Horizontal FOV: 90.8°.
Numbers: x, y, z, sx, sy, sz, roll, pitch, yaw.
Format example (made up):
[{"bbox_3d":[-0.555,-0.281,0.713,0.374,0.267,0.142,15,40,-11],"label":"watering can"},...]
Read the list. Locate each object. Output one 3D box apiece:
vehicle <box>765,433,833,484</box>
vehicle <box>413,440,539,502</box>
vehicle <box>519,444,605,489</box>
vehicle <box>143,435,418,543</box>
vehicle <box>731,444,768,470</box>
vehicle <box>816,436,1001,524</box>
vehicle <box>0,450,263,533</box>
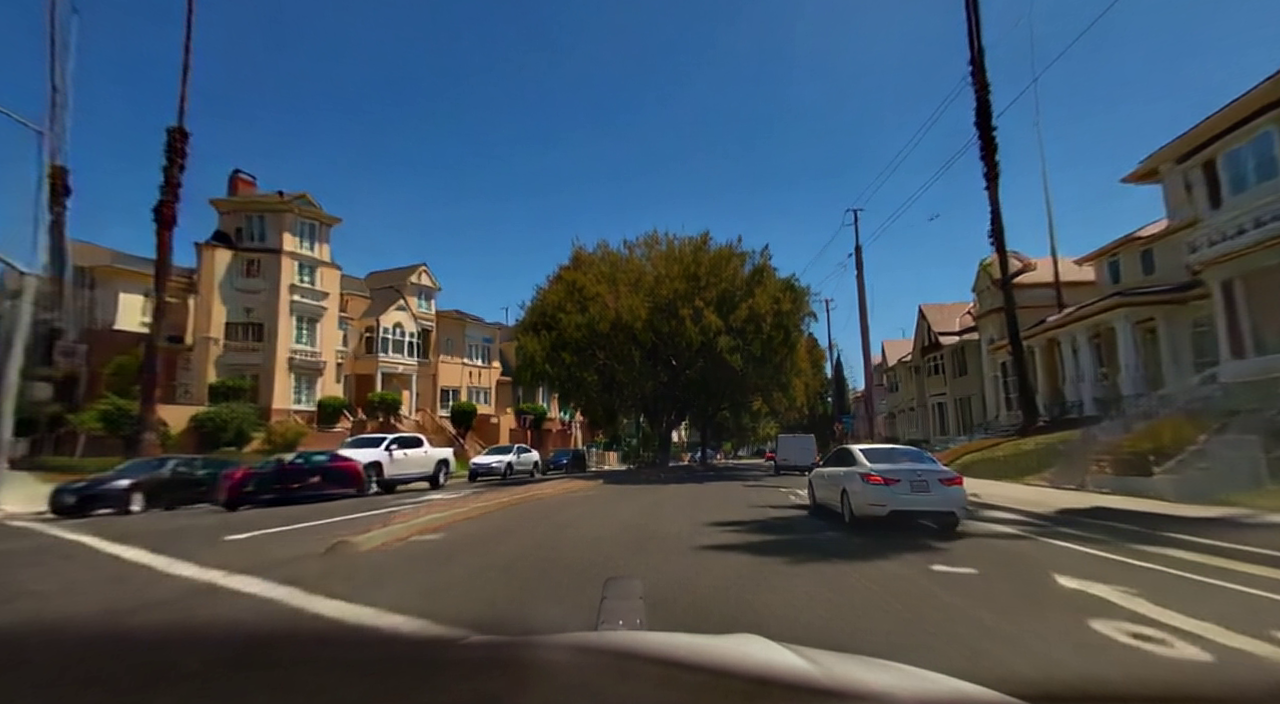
[{"bbox_3d":[6.727,4.563,27.224,2.109,2.002,4.424,-1,-9,5],"label":"vehicle"},{"bbox_3d":[-4.655,3.411,18.625,1.852,1.498,4.238,-5,-9,12],"label":"vehicle"},{"bbox_3d":[-3.178,4.780,26.745,2.081,1.453,4.698,-4,-7,12],"label":"vehicle"},{"bbox_3d":[-6.368,2.397,12.028,1.959,1.515,4.668,-2,-7,10],"label":"vehicle"},{"bbox_3d":[7.154,6.816,40.997,1.923,1.576,4.026,-3,-9,16],"label":"vehicle"},{"bbox_3d":[5.453,2.643,13.654,2.096,1.552,4.519,0,-9,2],"label":"vehicle"},{"bbox_3d":[-9.923,2.661,12.664,1.891,1.358,3.828,-2,-9,12],"label":"vehicle"}]
